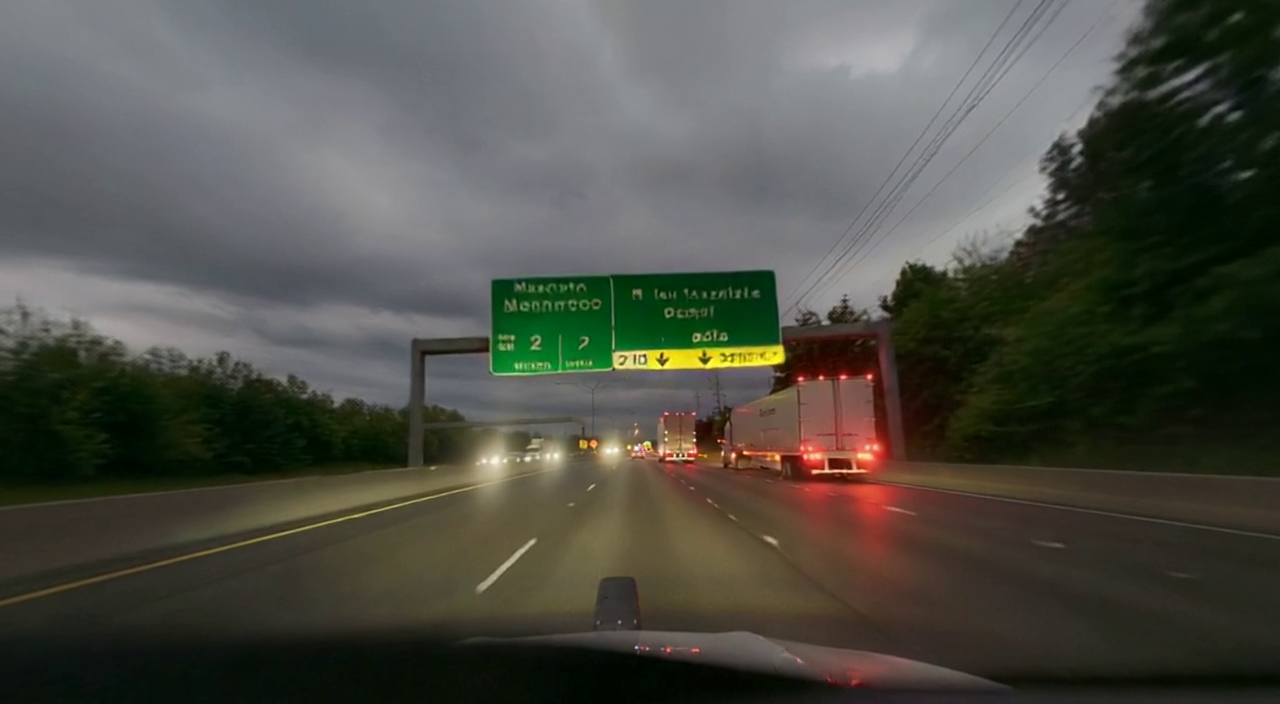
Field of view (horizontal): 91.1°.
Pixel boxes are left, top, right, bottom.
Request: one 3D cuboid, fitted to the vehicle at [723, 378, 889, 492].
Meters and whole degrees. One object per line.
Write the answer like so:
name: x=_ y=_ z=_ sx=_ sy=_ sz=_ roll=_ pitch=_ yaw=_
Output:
vehicle: x=7.205 y=4.352 z=31.720 sx=3.400 sy=4.134 sz=17.388 roll=0 pitch=-9 yaw=-1
